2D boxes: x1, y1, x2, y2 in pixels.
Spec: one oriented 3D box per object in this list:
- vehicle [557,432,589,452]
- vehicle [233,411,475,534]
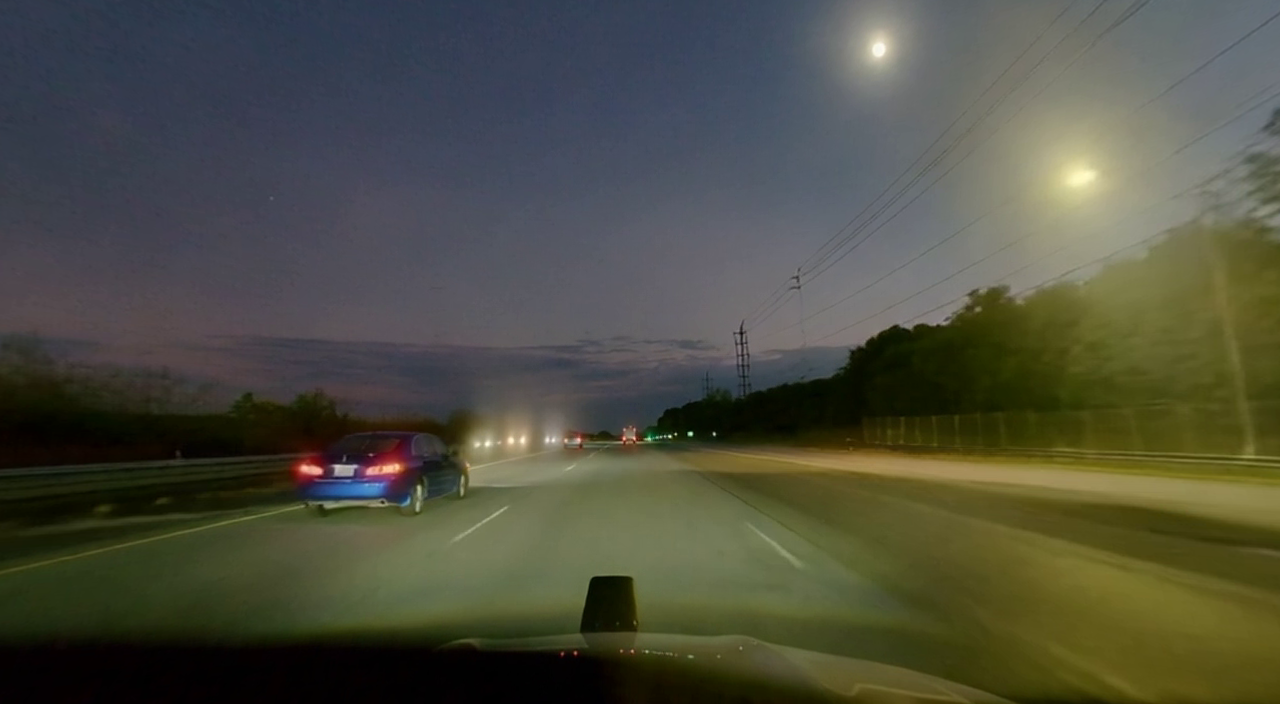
[{"bbox_3d":[-5.244,7.094,49.755,2.080,1.478,4.347,0,-8,0],"label":"vehicle"},{"bbox_3d":[-4.277,1.854,10.348,2.023,1.580,4.259,0,-8,-1],"label":"vehicle"}]
